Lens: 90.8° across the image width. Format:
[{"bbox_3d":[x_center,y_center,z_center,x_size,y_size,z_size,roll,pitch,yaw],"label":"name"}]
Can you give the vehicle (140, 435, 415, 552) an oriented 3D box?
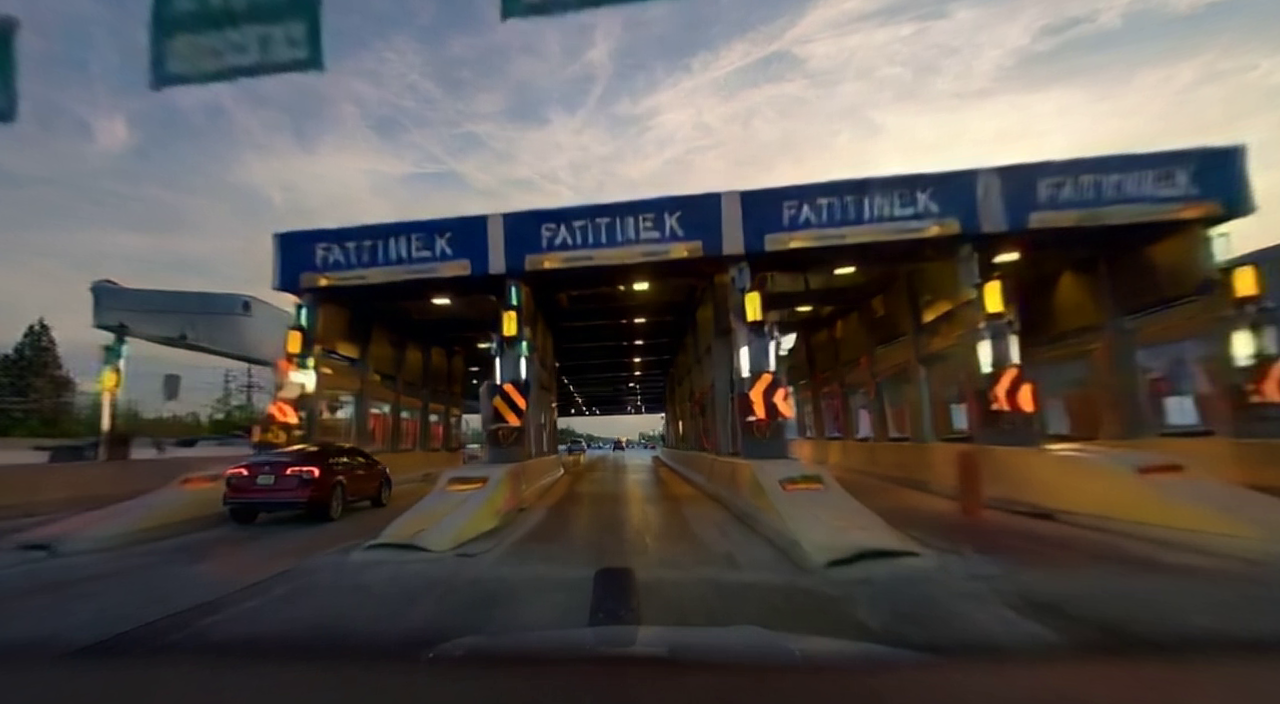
[{"bbox_3d":[-5.477,2.144,10.393,1.981,1.465,4.334,-1,-8,-1],"label":"vehicle"}]
